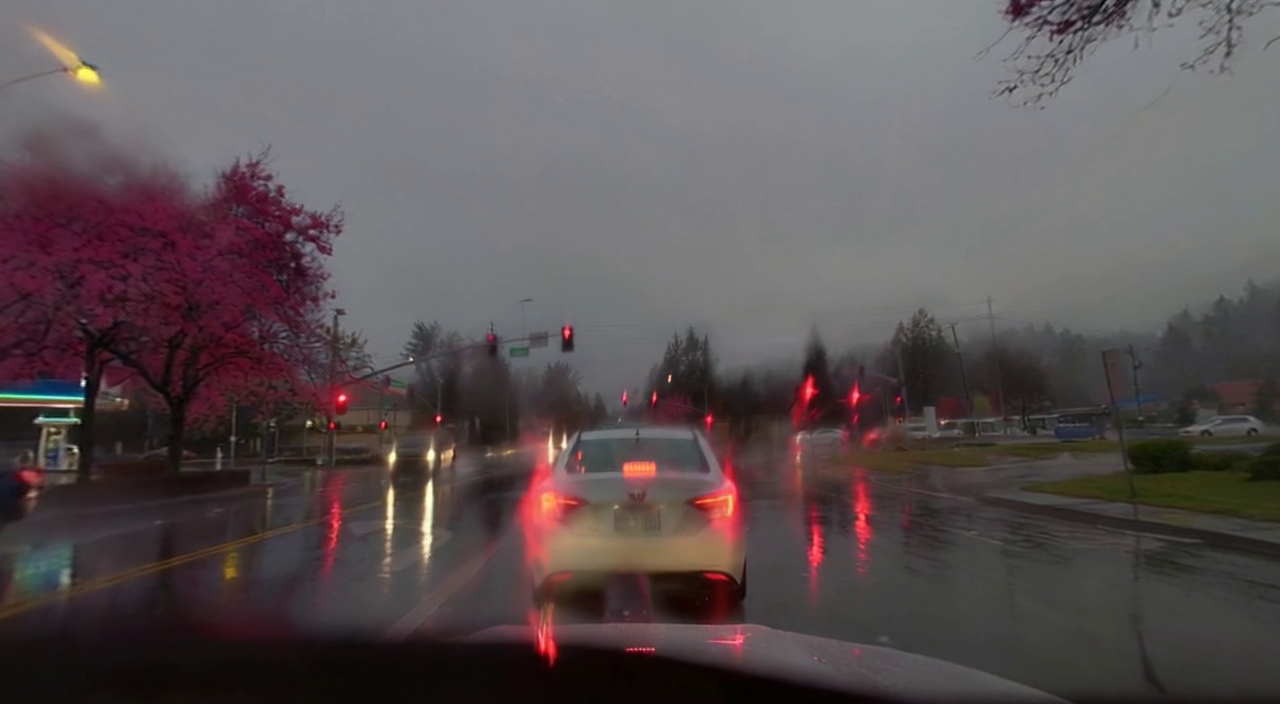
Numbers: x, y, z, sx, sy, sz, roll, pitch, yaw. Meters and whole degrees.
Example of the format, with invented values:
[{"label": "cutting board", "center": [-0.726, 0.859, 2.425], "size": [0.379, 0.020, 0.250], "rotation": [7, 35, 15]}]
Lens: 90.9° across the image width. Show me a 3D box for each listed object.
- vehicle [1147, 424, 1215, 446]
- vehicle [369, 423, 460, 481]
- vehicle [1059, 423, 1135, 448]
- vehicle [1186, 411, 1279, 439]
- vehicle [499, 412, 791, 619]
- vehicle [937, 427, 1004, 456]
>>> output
[{"label": "vehicle", "center": [41.104, 6.317, 47.906], "size": [3.573, 1.432, 1.604], "rotation": [-3, -7, 2]}, {"label": "vehicle", "center": [-8.936, 4.001, 25.553], "size": [2.378, 2.084, 5.225], "rotation": [1, -8, -8]}, {"label": "vehicle", "center": [34.756, 6.389, 48.038], "size": [4.294, 1.557, 1.744], "rotation": [-4, -7, 1]}, {"label": "vehicle", "center": [36.315, 4.550, 38.620], "size": [1.848, 1.581, 4.475], "rotation": [0, -8, 3]}, {"label": "vehicle", "center": [0.011, 1.482, 6.666], "size": [2.112, 1.482, 4.057], "rotation": [0, -8, -1]}, {"label": "vehicle", "center": [18.377, 4.960, 34.983], "size": [2.053, 1.495, 4.091], "rotation": [-8, -12, 44]}]
